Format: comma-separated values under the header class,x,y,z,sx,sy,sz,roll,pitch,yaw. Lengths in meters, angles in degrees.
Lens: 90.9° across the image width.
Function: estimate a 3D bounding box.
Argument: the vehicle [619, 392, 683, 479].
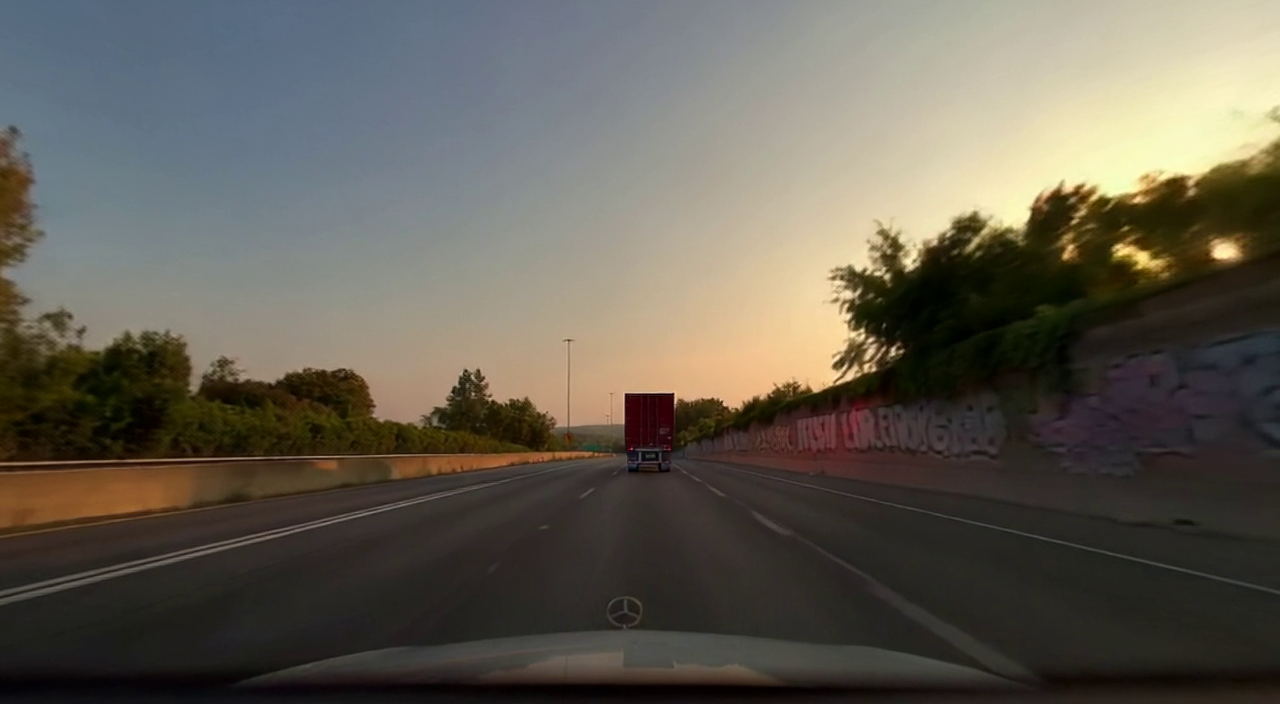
class,x,y,z,sx,sy,sz,roll,pitch,yaw
vehicle,0.423,4.606,33.823,2.900,3.955,10.151,0,-9,-1
